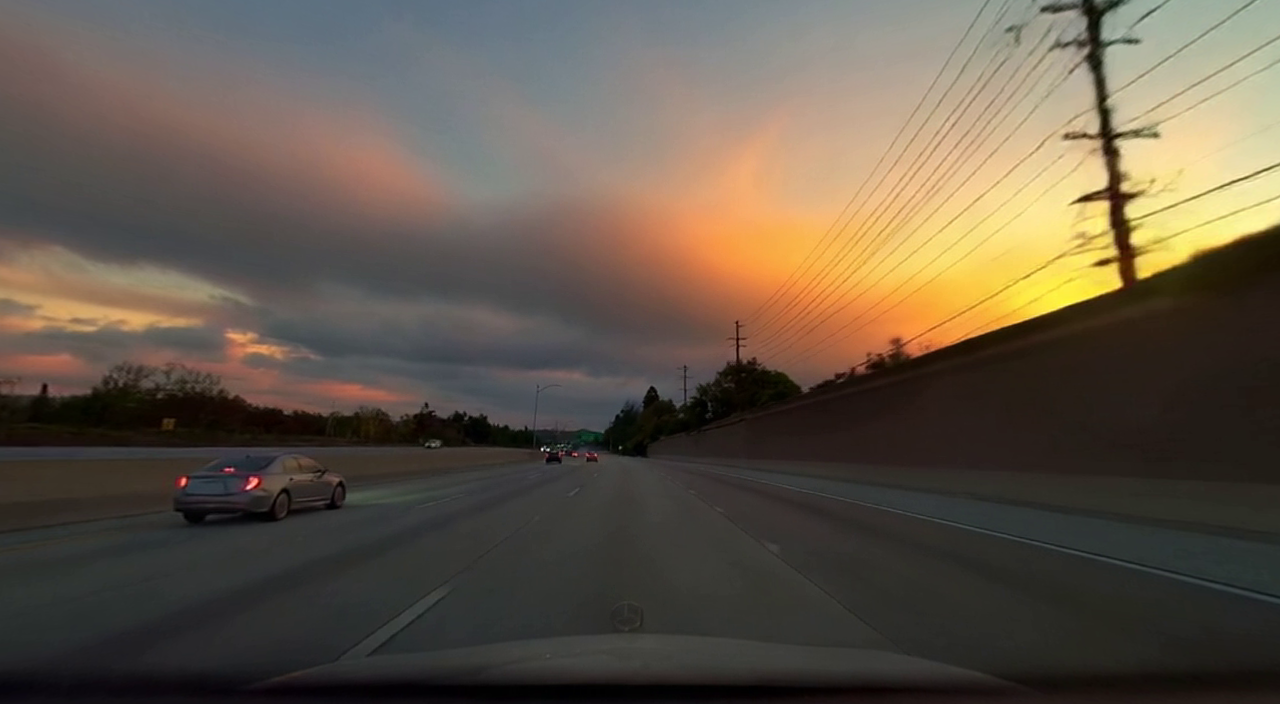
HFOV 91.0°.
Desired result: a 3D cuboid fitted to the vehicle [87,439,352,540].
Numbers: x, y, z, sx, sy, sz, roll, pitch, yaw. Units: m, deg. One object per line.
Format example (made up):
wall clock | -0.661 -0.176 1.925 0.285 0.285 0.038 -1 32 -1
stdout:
vehicle | -7.421 2.432 11.799 1.999 1.527 4.238 0 -9 0
